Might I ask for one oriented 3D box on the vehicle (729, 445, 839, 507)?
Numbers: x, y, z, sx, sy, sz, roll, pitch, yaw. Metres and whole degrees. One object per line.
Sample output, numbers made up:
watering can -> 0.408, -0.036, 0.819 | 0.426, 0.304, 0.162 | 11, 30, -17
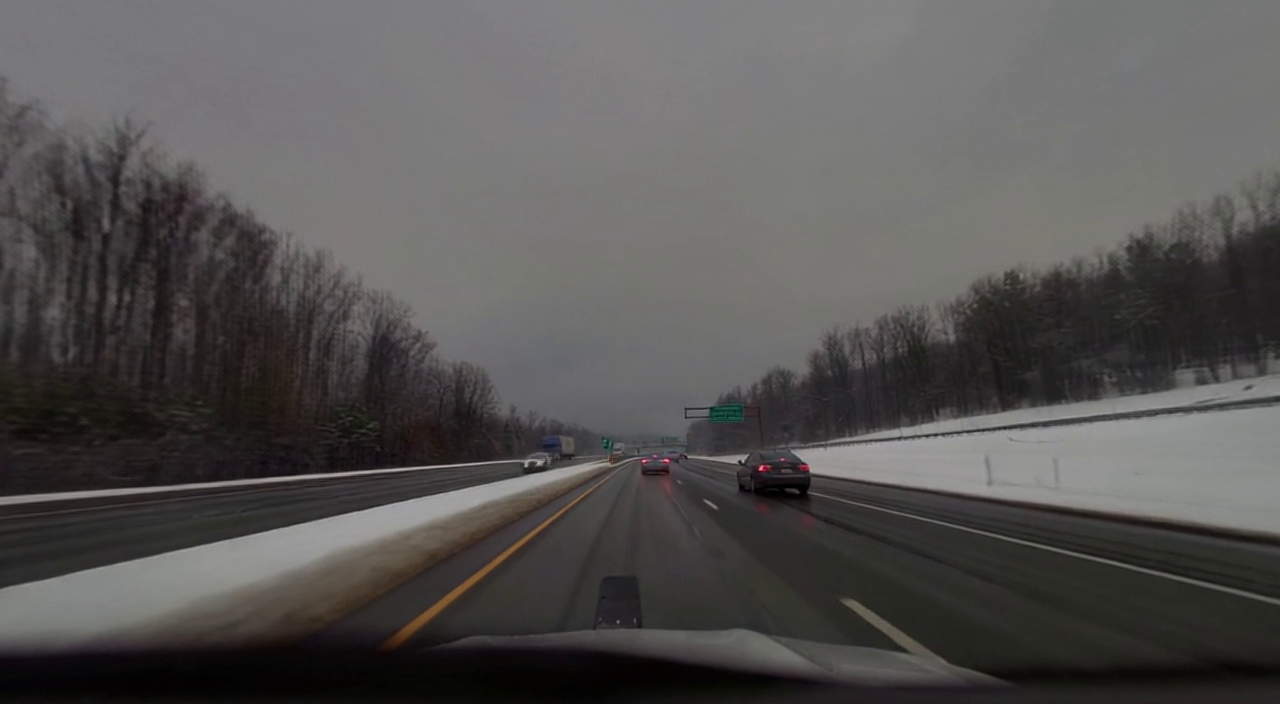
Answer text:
vehicle -> 3.949, 3.474, 18.007 | 2.119, 1.557, 4.163 | 0, -9, 0

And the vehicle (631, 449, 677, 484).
vehicle -> 0.653, 5.491, 30.381 | 2.070, 1.546, 4.648 | 0, -9, 1
